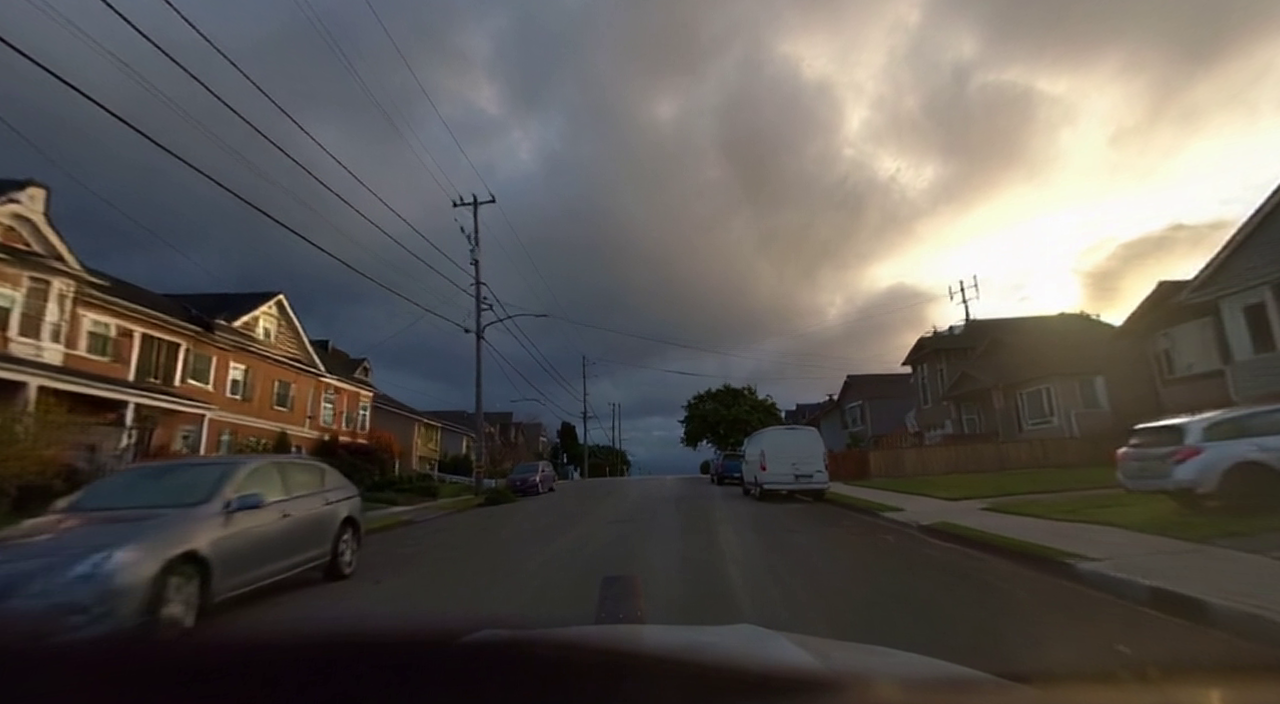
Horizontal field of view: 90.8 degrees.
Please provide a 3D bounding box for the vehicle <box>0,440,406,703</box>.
[{"bbox_3d":[-4.037,1.653,5.896,1.960,1.507,4.542,-2,-7,1],"label":"vehicle"}]

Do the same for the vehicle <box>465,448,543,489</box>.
[{"bbox_3d":[-7.498,6.416,34.968,3.684,1.628,1.792,7,-5,3],"label":"vehicle"}]

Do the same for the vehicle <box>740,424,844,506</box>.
[{"bbox_3d":[4.500,3.420,19.508,2.343,2.229,4.199,-1,-9,3],"label":"vehicle"}]

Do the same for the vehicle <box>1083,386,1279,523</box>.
[{"bbox_3d":[9.495,1.268,9.105,4.532,1.533,1.997,-8,-9,1],"label":"vehicle"}]
